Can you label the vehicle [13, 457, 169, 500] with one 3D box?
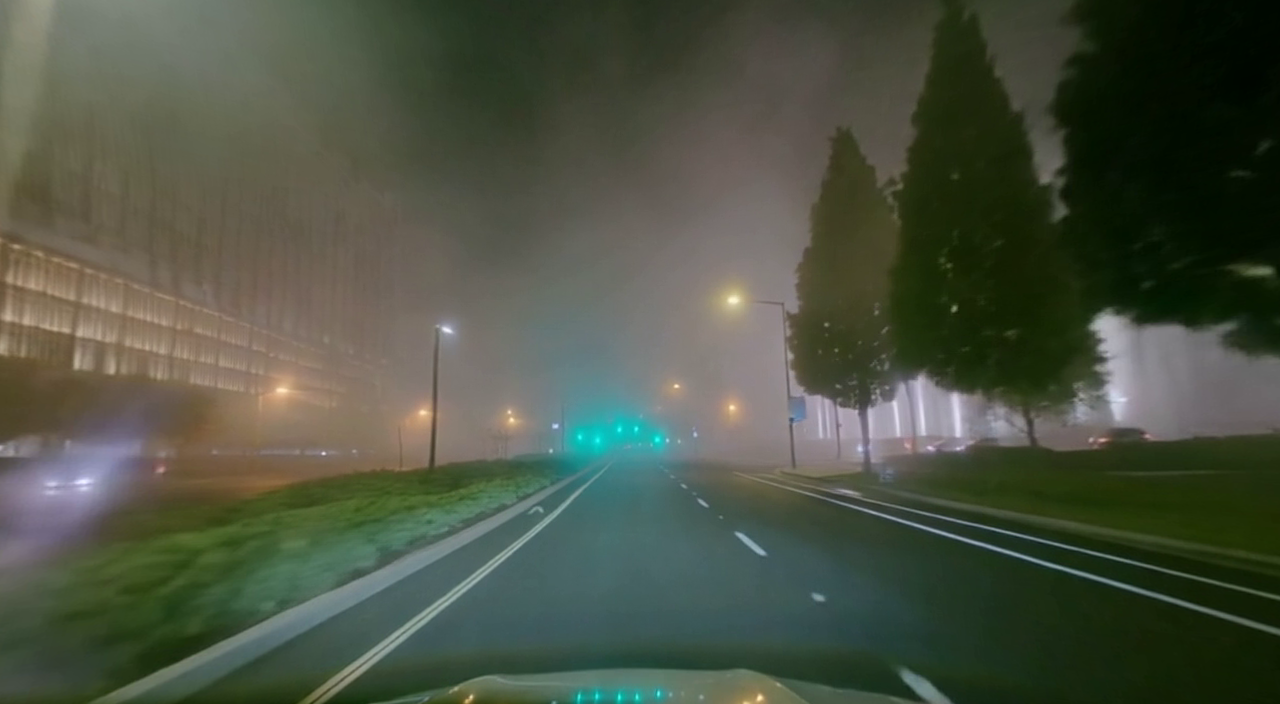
[{"bbox_3d":[-21.257,4.875,24.809,1.867,1.464,4.748,0,-9,0],"label":"vehicle"}]
